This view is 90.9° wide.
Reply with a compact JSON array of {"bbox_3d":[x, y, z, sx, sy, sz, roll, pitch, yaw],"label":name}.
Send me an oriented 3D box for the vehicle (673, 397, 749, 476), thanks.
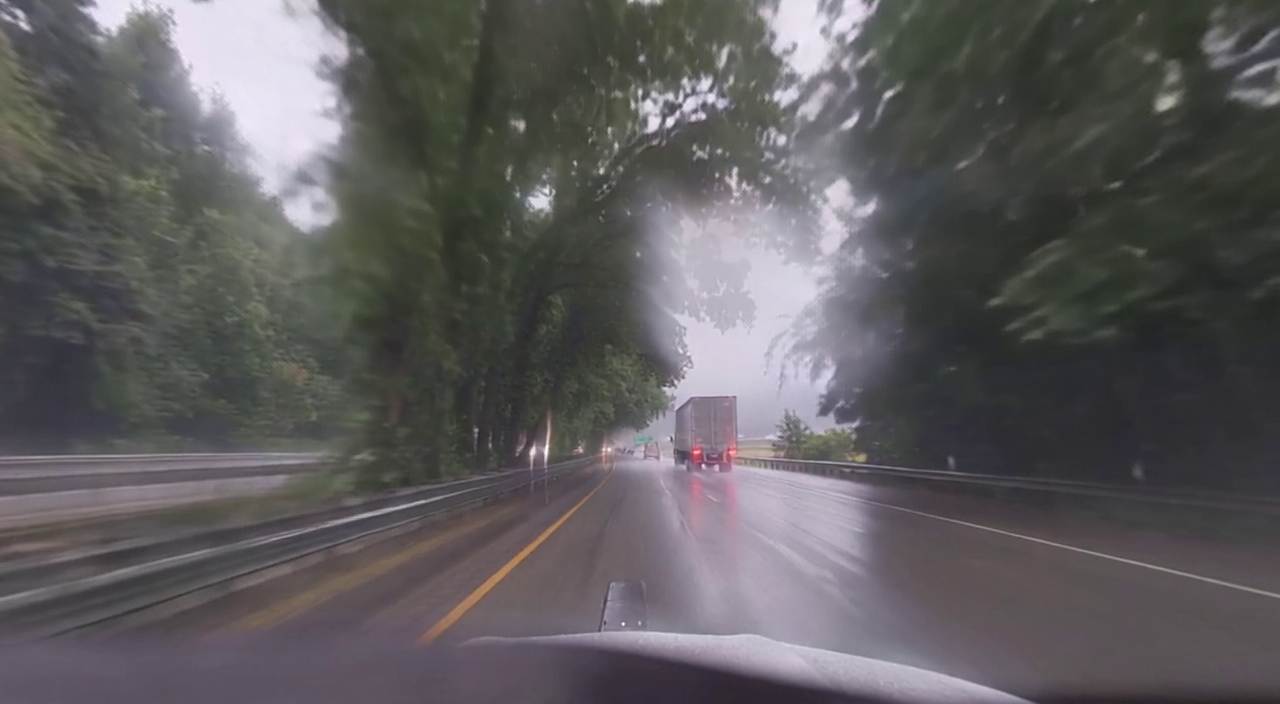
[{"bbox_3d":[3.991,5.353,38.920,2.950,4.033,13.276,0,-9,-1],"label":"vehicle"}]
